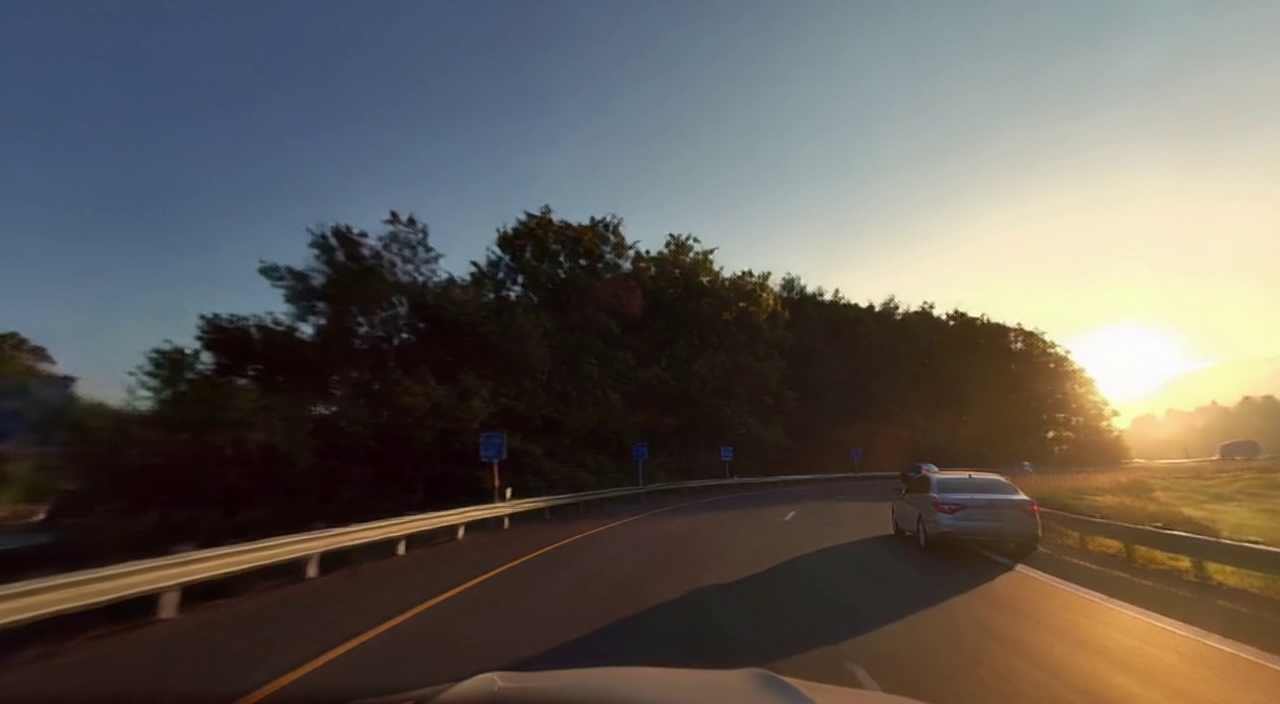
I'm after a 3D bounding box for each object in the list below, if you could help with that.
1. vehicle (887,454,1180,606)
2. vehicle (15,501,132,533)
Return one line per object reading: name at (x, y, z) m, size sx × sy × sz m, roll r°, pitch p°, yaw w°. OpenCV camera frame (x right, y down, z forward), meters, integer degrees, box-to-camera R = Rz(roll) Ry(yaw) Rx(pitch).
vehicle at (5.124, 2.324, 9.051) m, size 2.023 × 1.593 × 4.105 m, roll -1°, pitch -10°, yaw 9°
vehicle at (-31.915, 9.328, 35.714) m, size 4.585 × 1.485 × 1.740 m, roll 7°, pitch -12°, yaw -33°
